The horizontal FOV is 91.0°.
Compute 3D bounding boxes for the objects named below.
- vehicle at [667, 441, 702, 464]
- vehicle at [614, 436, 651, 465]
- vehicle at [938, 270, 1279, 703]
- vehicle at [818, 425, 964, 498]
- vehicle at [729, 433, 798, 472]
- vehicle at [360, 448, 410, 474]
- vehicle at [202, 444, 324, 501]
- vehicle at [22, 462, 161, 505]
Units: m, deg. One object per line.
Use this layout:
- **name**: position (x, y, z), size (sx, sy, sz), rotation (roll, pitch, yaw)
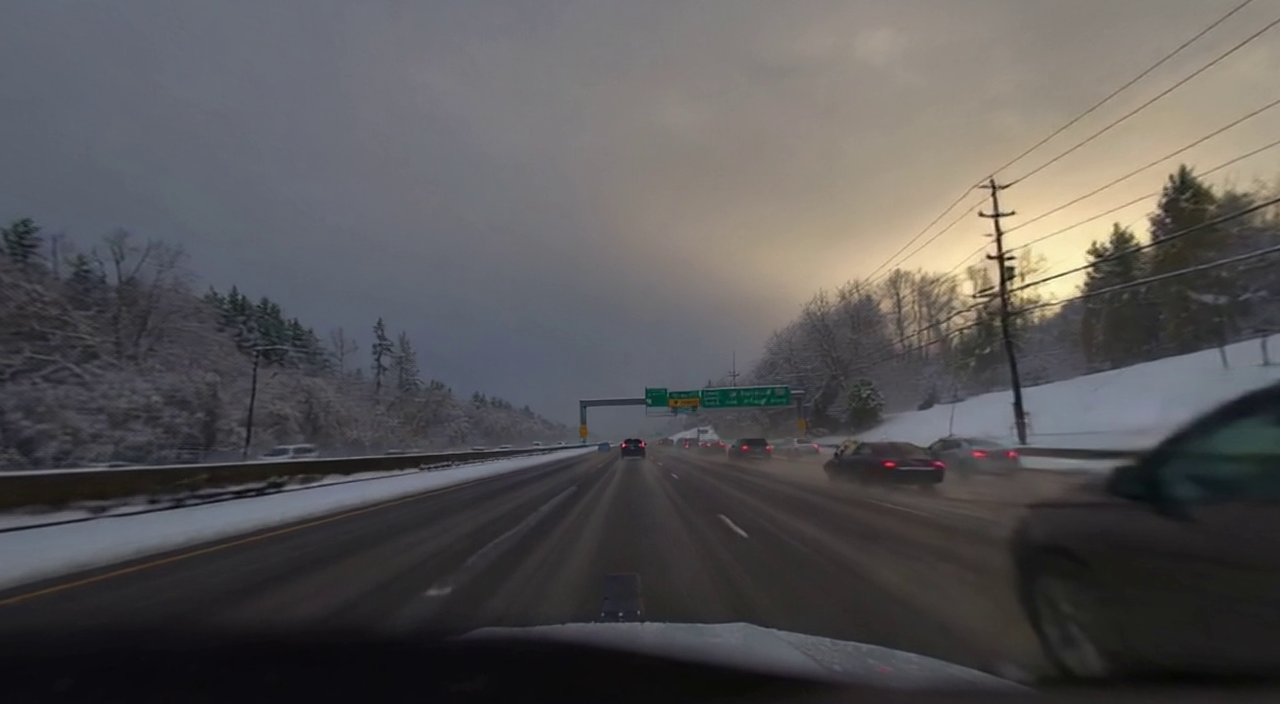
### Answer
- **vehicle**: position (2.976, 6.893, 43.287), size (1.948, 1.476, 4.691), rotation (0, -8, -2)
- **vehicle**: position (-0.500, 6.536, 41.934), size (2.314, 1.796, 4.254), rotation (0, -8, -1)
- **vehicle**: position (3.014, 0.607, 1.462), size (2.152, 1.821, 4.853), rotation (0, -8, -1)
- **vehicle**: position (6.680, 2.968, 17.419), size (2.066, 1.739, 4.493), rotation (0, -8, -1)
- **vehicle**: position (6.214, 5.134, 32.390), size (2.145, 1.822, 4.791), rotation (1, -8, -6)
- **vehicle**: position (-19.027, 8.100, 47.175), size (1.925, 1.810, 4.318), rotation (0, -8, -1)
- **vehicle**: position (-15.547, 4.933, 26.390), size (2.010, 2.033, 5.111), rotation (1, -8, -1)
- **vehicle**: position (-22.815, 5.463, 26.488), size (1.795, 1.459, 4.573), rotation (0, -8, -1)
